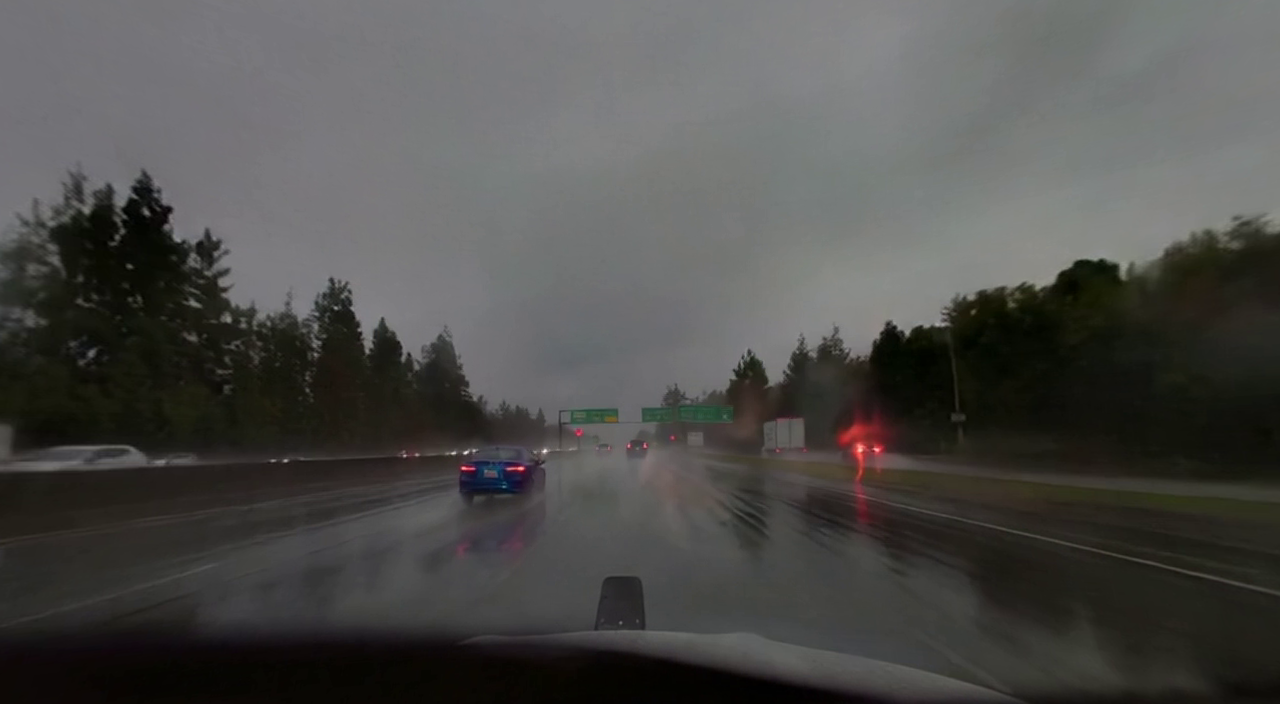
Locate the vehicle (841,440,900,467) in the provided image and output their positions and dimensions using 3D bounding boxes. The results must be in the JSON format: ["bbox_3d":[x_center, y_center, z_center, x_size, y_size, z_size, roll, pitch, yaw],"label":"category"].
[{"bbox_3d":[15.646,6.882,43.106,2.081,1.707,4.756,0,-9,-2],"label":"vehicle"}]

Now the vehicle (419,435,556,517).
[{"bbox_3d":[-3.214,2.715,14.284,2.020,1.554,4.137,0,-9,0],"label":"vehicle"}]

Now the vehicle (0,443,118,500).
[{"bbox_3d":[-21.378,4.134,22.263,1.916,1.804,4.712,0,-9,0],"label":"vehicle"}]
